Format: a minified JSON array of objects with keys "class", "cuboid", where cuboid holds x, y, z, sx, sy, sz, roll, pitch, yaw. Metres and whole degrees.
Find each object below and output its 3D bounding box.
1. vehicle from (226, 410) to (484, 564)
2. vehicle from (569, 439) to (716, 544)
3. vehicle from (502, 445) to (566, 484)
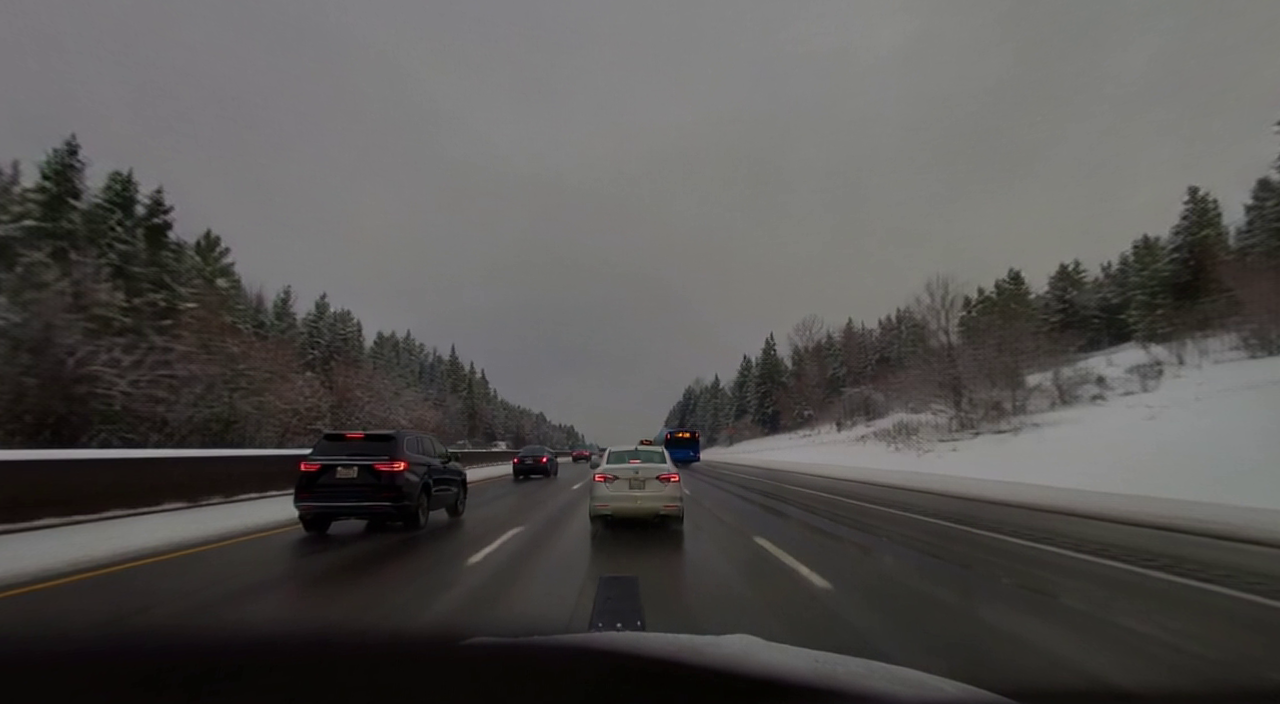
[{"class":"vehicle","cuboid":[-3.721,1.838,9.213,1.830,1.703,4.142,0,-9,-1]},{"class":"vehicle","cuboid":[-0.027,2.328,11.208,2.120,1.478,4.179,0,-9,-2]},{"class":"vehicle","cuboid":[-4.401,4.734,26.758,2.122,1.491,3.800,0,-9,-1]}]
